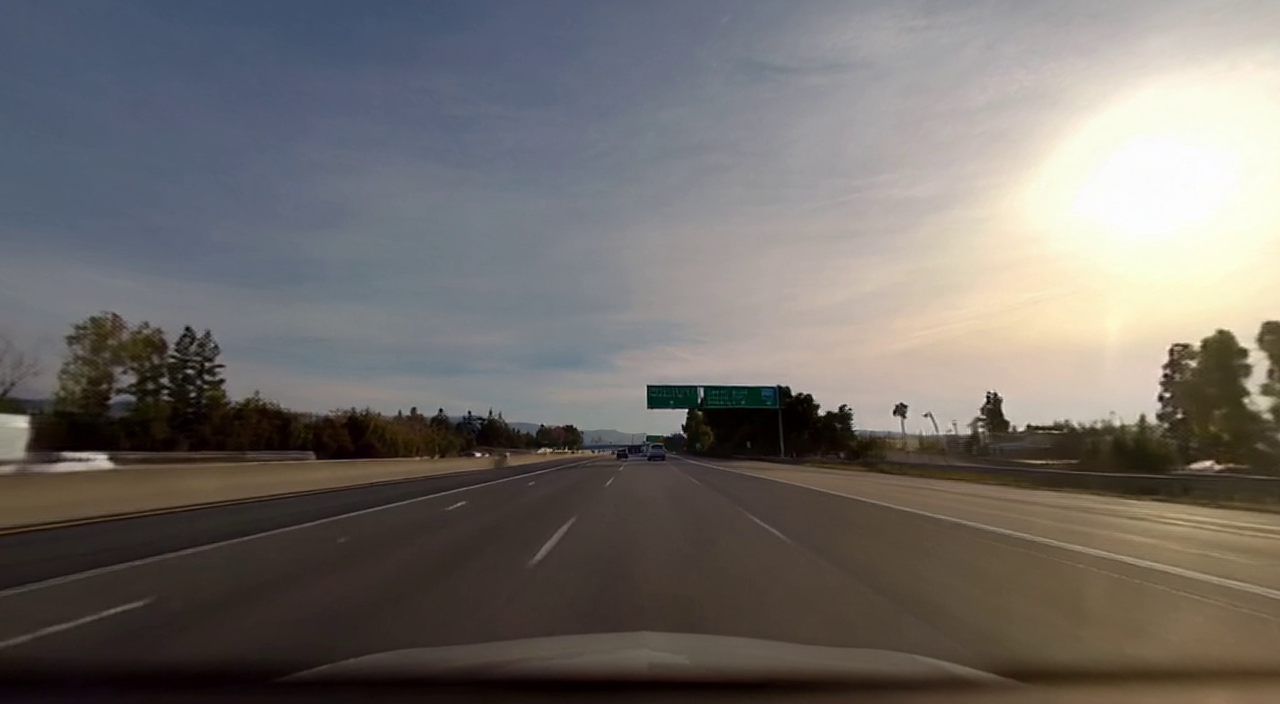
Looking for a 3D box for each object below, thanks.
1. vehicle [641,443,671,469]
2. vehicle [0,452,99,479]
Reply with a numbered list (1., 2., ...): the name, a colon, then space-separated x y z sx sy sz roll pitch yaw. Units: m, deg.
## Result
1. vehicle: 1.189 8.159 49.706 2.219 1.927 4.409 0 -9 -1
2. vehicle: -34.977 6.692 37.417 1.868 1.490 4.250 0 -9 0
